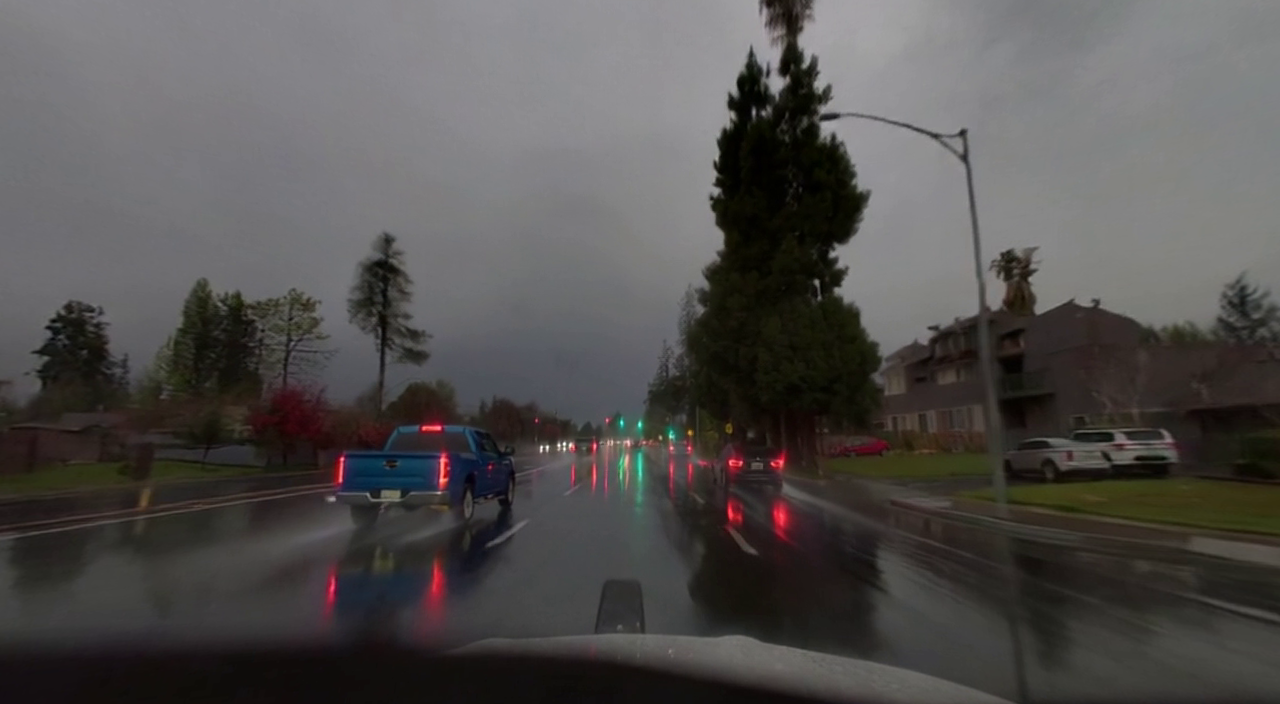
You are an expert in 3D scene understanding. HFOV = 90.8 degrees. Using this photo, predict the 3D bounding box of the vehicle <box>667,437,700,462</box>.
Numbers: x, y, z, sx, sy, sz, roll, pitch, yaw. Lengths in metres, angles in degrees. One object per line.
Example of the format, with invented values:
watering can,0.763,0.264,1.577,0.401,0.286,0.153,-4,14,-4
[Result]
vehicle,3.369,7.684,49.990,2.099,1.845,4.363,0,-8,-2

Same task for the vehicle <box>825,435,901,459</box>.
vehicle,16.236,6.922,46.090,4.759,1.673,1.972,0,-8,-3

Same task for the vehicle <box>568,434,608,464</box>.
vehicle,-3.406,6.471,42.333,2.218,1.829,4.492,0,-8,1

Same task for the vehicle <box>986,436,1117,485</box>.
vehicle,13.952,3.677,21.779,1.929,1.502,4.177,0,-8,4

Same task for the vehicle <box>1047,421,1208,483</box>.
vehicle,16.569,3.475,21.866,2.040,1.784,4.533,-3,-10,3

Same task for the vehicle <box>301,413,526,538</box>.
vehicle,-3.678,2.107,11.620,2.111,1.745,5.274,0,-8,1

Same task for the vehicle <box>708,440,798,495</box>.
vehicle,3.295,3.420,19.244,1.884,1.463,4.195,0,-8,-1
